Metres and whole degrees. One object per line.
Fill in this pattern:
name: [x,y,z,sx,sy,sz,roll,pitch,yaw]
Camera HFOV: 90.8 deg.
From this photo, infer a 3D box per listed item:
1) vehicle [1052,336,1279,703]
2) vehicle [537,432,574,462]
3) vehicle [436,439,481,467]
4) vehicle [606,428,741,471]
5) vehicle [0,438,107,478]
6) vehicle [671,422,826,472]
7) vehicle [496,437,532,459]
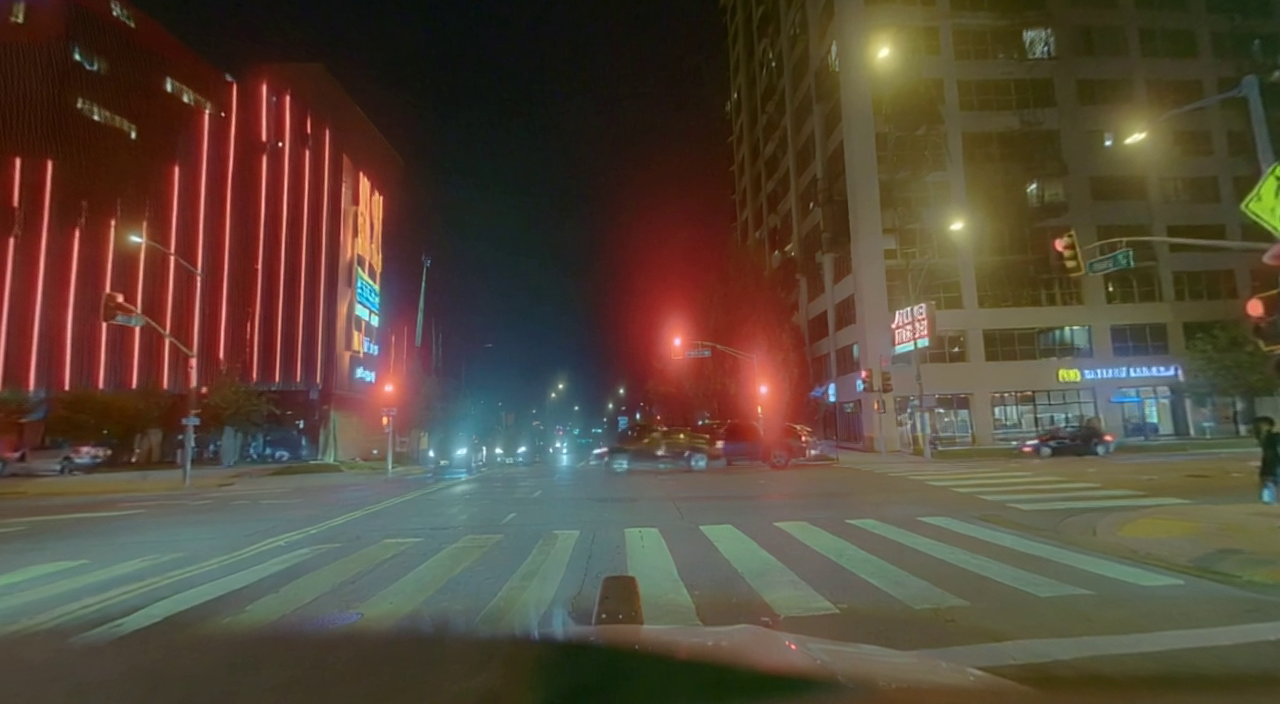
vehicle: [3.006,0.609,0.880,1.866,1.654,4.354,0,-8,0]
vehicle: [-5.124,5.803,38.678,1.976,1.683,4.117,0,-8,-4]
vehicle: [-10.933,6.095,38.233,1.885,1.545,4.124,1,-8,-6]
vehicle: [1.151,3.527,23.037,4.643,1.476,1.820,1,-9,-8]
vehicle: [-31.551,5.583,33.479,2.205,1.903,5.877,1,-9,-10]
vehicle: [3.478,3.100,20.670,4.612,1.521,1.811,1,-9,-9]
vehicle: [-8.707,6.682,43.918,1.906,1.402,4.904,0,-8,-5]
